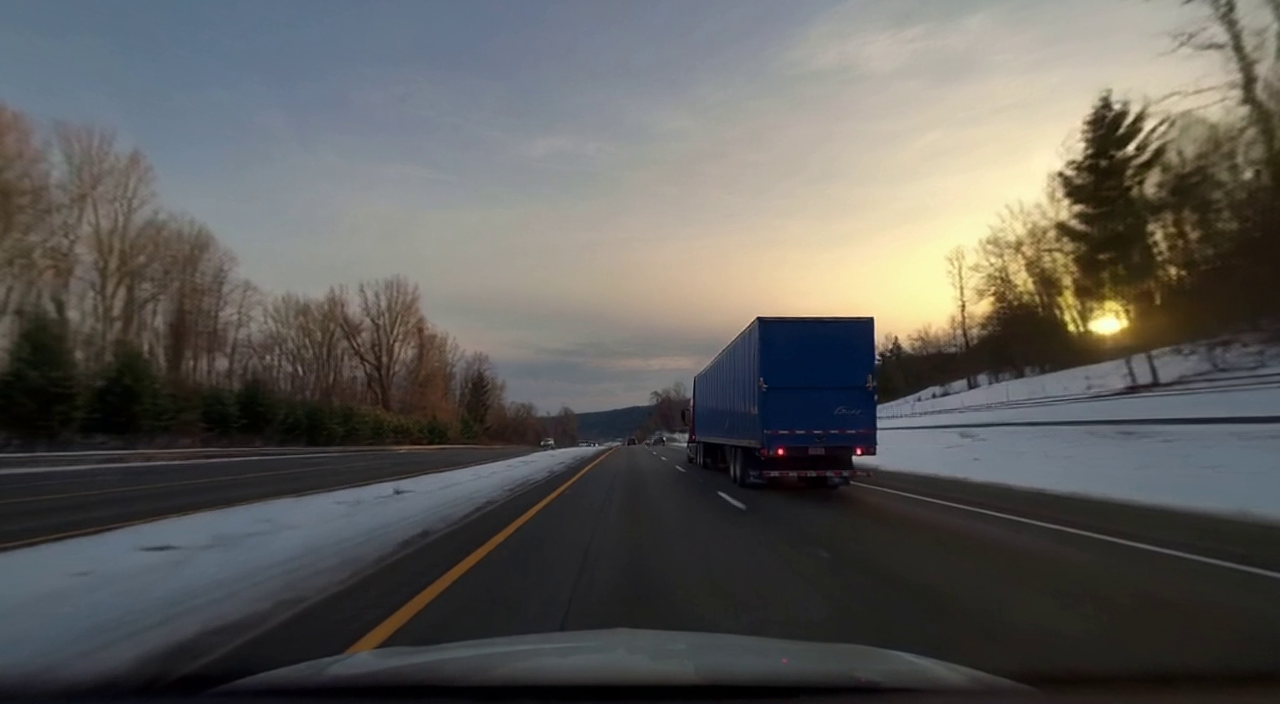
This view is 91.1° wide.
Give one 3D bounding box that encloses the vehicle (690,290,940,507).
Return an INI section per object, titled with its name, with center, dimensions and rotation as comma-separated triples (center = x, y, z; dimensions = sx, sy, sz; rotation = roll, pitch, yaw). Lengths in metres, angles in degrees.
[vehicle]
center = 4.067, 2.025, 20.863
dimensions = 3.203, 4.273, 17.131
rotation = 0, -8, -1
